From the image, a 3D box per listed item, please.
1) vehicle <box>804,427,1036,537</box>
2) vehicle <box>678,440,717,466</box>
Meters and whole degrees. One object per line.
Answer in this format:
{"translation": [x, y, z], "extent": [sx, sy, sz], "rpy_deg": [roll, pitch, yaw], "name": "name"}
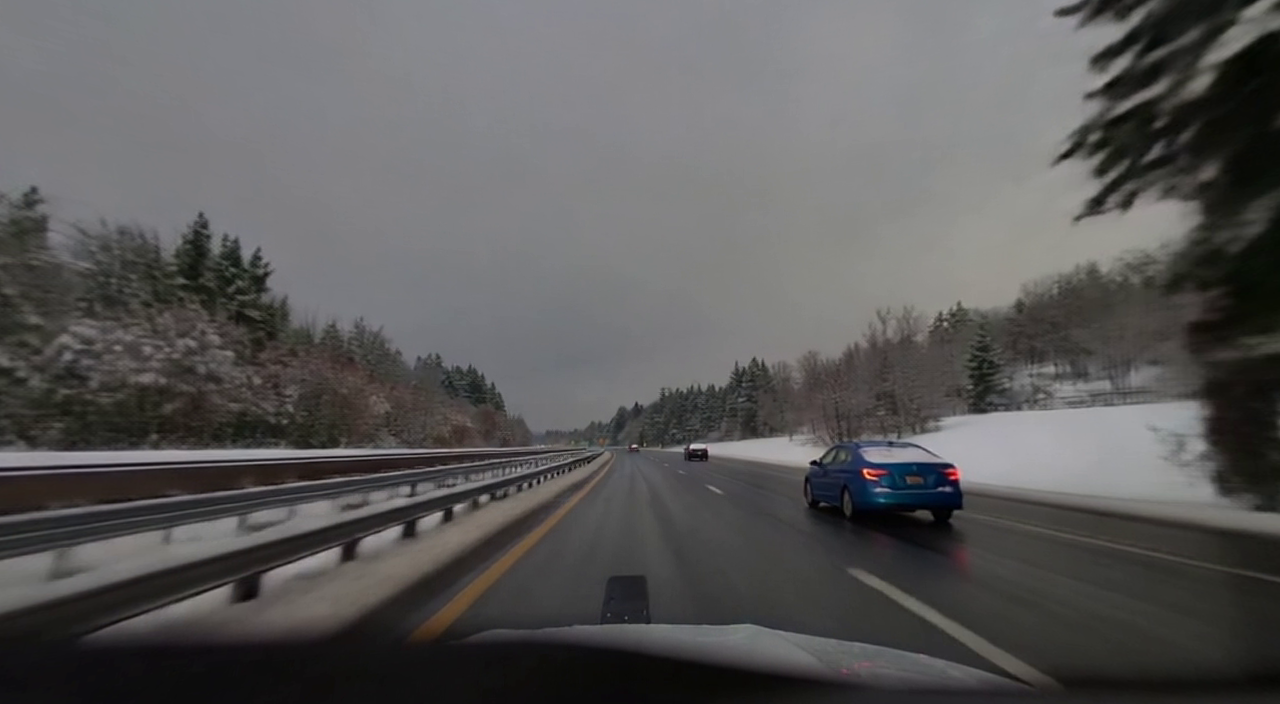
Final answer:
{"translation": [4.514, 2.140, 11.031], "extent": [2.072, 1.528, 4.176], "rpy_deg": [0, -8, -1], "name": "vehicle"}
{"translation": [3.582, 6.326, 39.678], "extent": [1.945, 1.538, 3.729], "rpy_deg": [0, -8, -2], "name": "vehicle"}
